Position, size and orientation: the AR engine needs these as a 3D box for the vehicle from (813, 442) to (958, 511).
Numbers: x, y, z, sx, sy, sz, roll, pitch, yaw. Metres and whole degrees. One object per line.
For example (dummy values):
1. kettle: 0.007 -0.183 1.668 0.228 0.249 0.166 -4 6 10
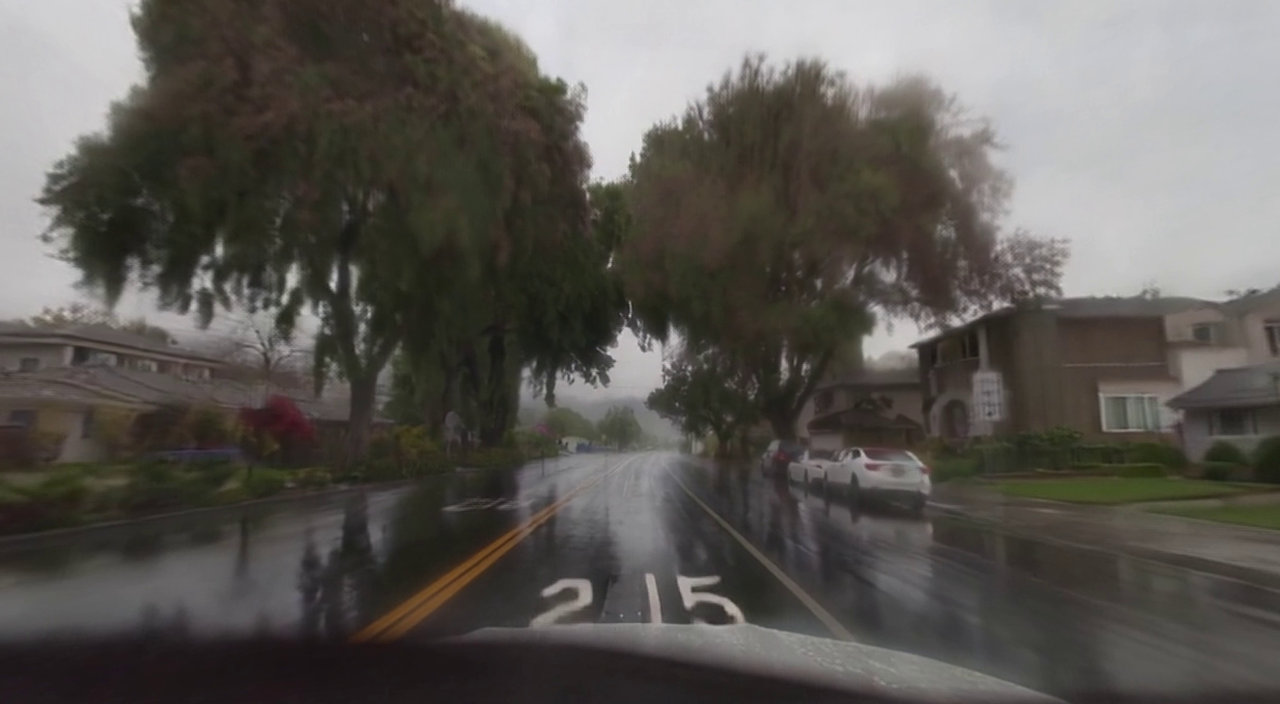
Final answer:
1. vehicle: 6.168 3.157 16.564 1.893 1.543 4.434 0 -9 -2
